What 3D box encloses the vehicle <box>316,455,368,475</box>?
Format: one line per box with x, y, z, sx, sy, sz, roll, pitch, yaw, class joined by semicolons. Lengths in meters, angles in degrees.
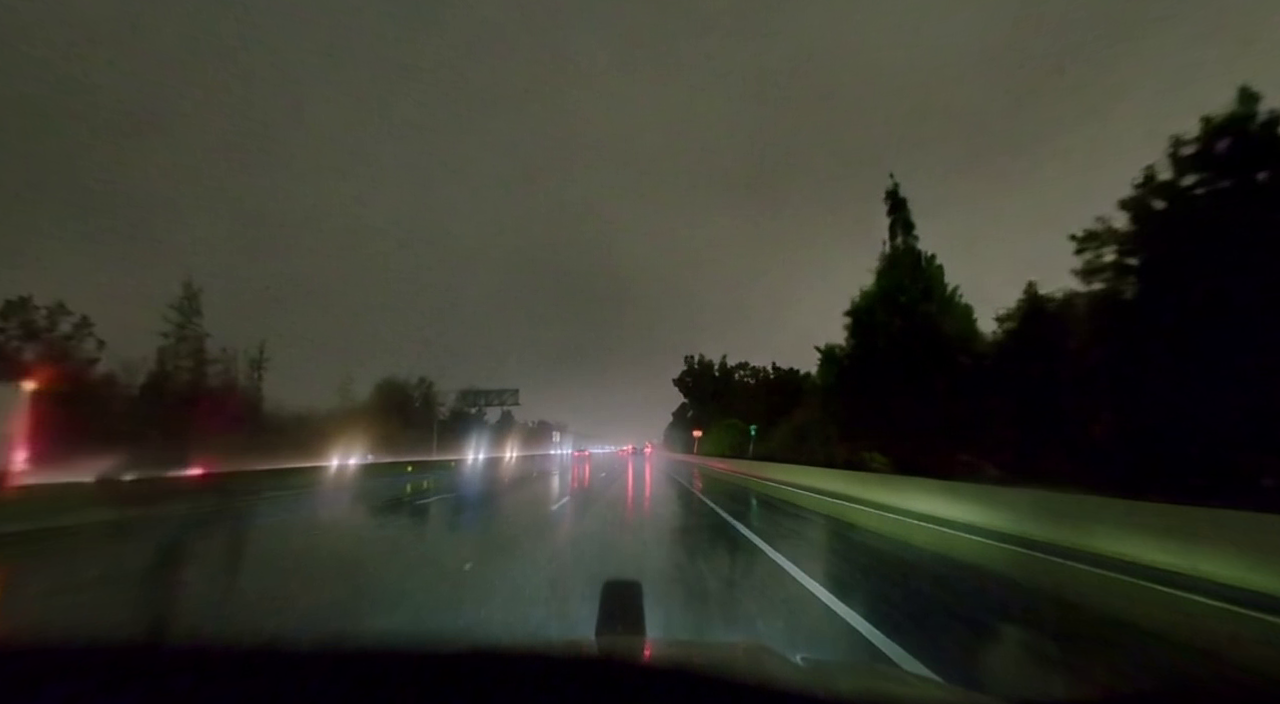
-22.802;8.656;48.469;1.789;1.452;4.408;0;-9;0;vehicle

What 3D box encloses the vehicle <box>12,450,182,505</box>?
-15.344;3.522;18.112;1.720;1.396;3.502;0;-9;0;vehicle
